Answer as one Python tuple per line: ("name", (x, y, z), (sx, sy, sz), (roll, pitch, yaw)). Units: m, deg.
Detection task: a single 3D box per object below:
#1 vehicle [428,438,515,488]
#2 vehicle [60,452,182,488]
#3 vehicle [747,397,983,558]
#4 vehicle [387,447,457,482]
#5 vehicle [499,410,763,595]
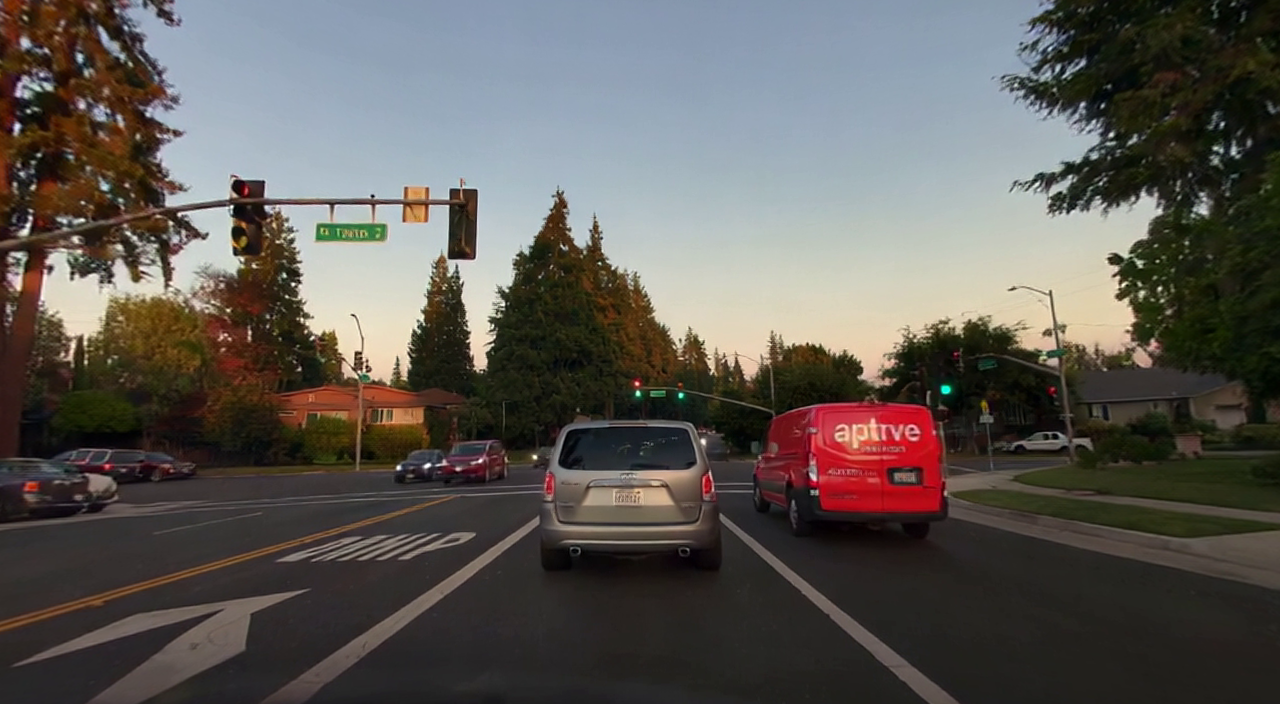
("vehicle", (-6.543, 4.345, 25.001), (2.070, 1.775, 4.703), (0, -8, 1))
("vehicle", (-25.259, 5.733, 30.710), (4.073, 1.603, 1.920), (1, -9, -8))
("vehicle", (3.084, 1.832, 9.780), (2.059, 1.924, 4.257), (0, -8, 0))
("vehicle", (-10.308, 5.334, 30.021), (1.881, 1.515, 4.262), (0, -8, -1))
("vehicle", (-0.072, 1.658, 7.801), (2.321, 1.624, 4.367), (0, -8, 0))
